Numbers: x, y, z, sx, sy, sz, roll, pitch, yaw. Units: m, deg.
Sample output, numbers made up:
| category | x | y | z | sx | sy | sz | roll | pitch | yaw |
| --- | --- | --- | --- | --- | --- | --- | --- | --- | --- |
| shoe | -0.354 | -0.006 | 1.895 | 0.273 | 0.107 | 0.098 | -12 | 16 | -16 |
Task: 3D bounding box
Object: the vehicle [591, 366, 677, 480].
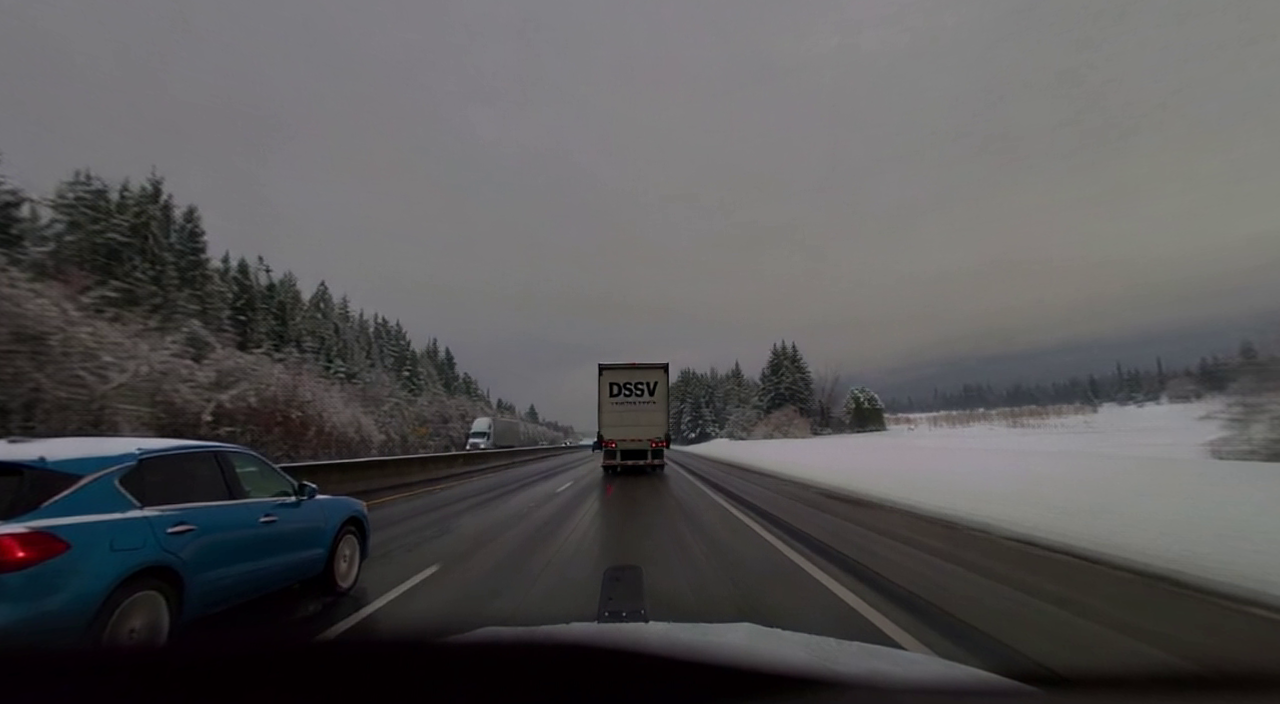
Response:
| category | x | y | z | sx | sy | sz | roll | pitch | yaw |
| --- | --- | --- | --- | --- | --- | --- | --- | --- | --- |
| vehicle | -0.366 | 3.177 | 26.962 | 2.969 | 3.957 | 10.270 | 0 | -8 | -2 |
